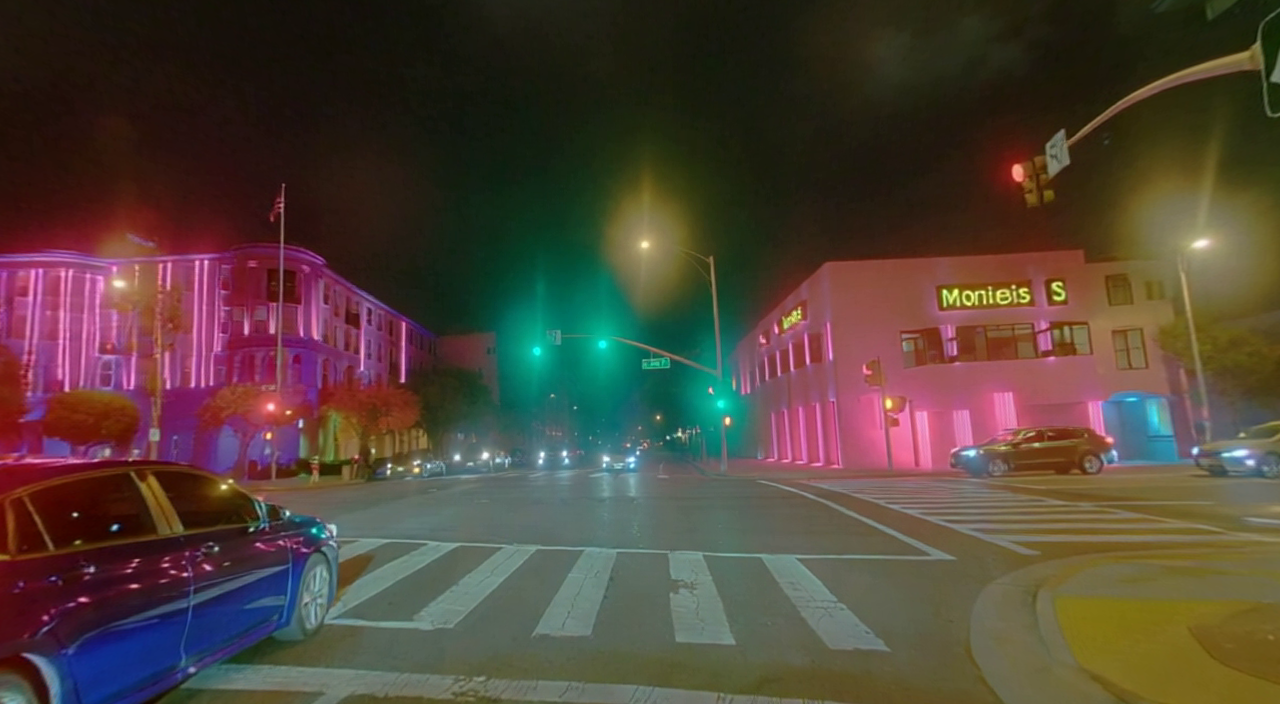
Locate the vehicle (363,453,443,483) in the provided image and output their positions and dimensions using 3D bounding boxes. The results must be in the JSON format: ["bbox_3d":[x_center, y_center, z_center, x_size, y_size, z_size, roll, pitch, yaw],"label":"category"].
[{"bbox_3d":[-12.625,6.173,33.869,1.976,1.425,4.567,-1,-9,9],"label":"vehicle"}]

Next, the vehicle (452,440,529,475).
[{"bbox_3d":[-8.426,5.976,36.047,2.152,1.825,5.406,-2,-9,12],"label":"vehicle"}]

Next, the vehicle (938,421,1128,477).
[{"bbox_3d":[11.555,2.892,18.816,4.355,1.546,1.820,-1,-9,6],"label":"vehicle"}]

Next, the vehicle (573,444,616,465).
[{"bbox_3d":[-3.103,7.156,43.988,1.743,1.362,4.350,-2,-9,14],"label":"vehicle"}]

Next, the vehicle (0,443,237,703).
[{"bbox_3d":[-3.670,0.979,2.151,1.759,1.325,4.295,0,-9,0],"label":"vehicle"}]

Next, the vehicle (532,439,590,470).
[{"bbox_3d":[-4.541,5.984,36.861,1.928,1.647,4.575,-2,-9,13],"label":"vehicle"}]
